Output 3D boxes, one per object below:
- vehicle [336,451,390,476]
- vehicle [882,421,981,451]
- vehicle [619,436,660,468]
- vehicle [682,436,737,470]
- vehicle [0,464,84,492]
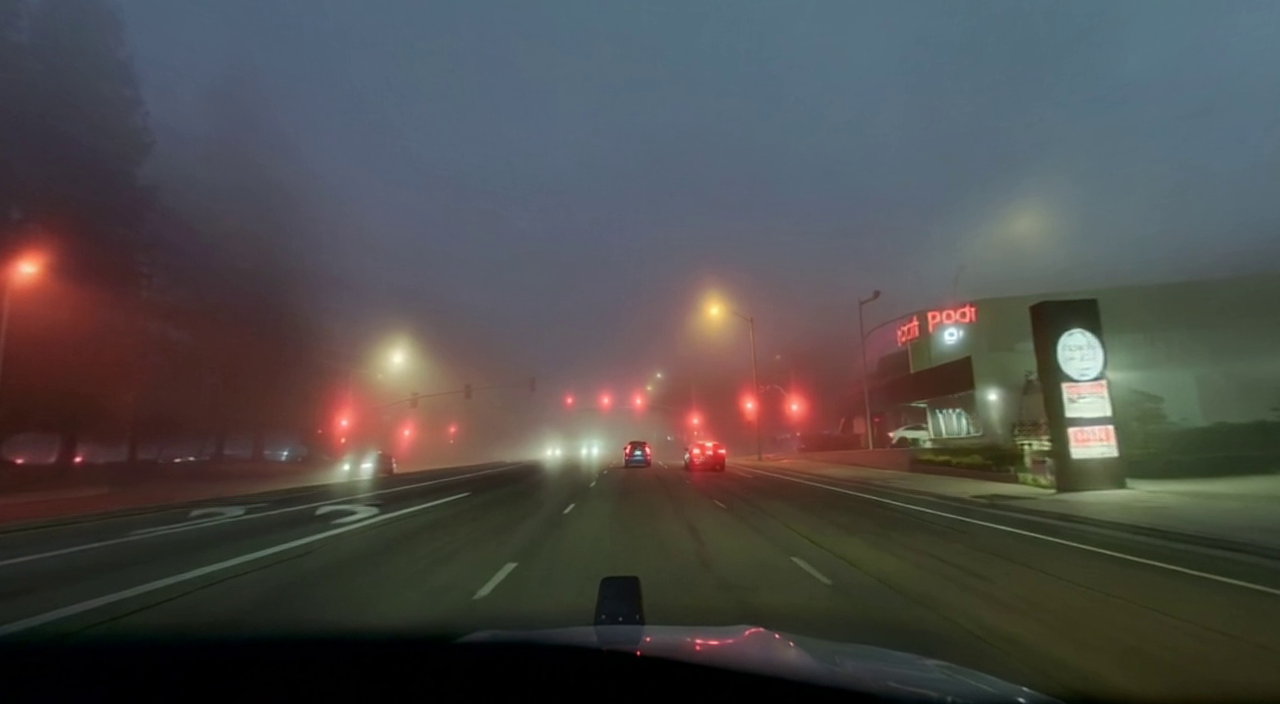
[{"bbox_3d":[-18.420,7.394,42.214,1.832,1.515,4.369,0,-9,-3],"label":"vehicle"},{"bbox_3d":[15.674,4.570,34.156,4.344,1.512,1.936,-1,-9,5],"label":"vehicle"},{"bbox_3d":[-0.087,5.698,36.025,2.146,1.685,4.003,0,-9,-2],"label":"vehicle"},{"bbox_3d":[3.602,5.340,33.602,2.198,1.660,4.512,0,-9,-3],"label":"vehicle"},{"bbox_3d":[-34.181,7.060,35.411,4.096,1.414,1.834,5,-10,-29],"label":"vehicle"}]
